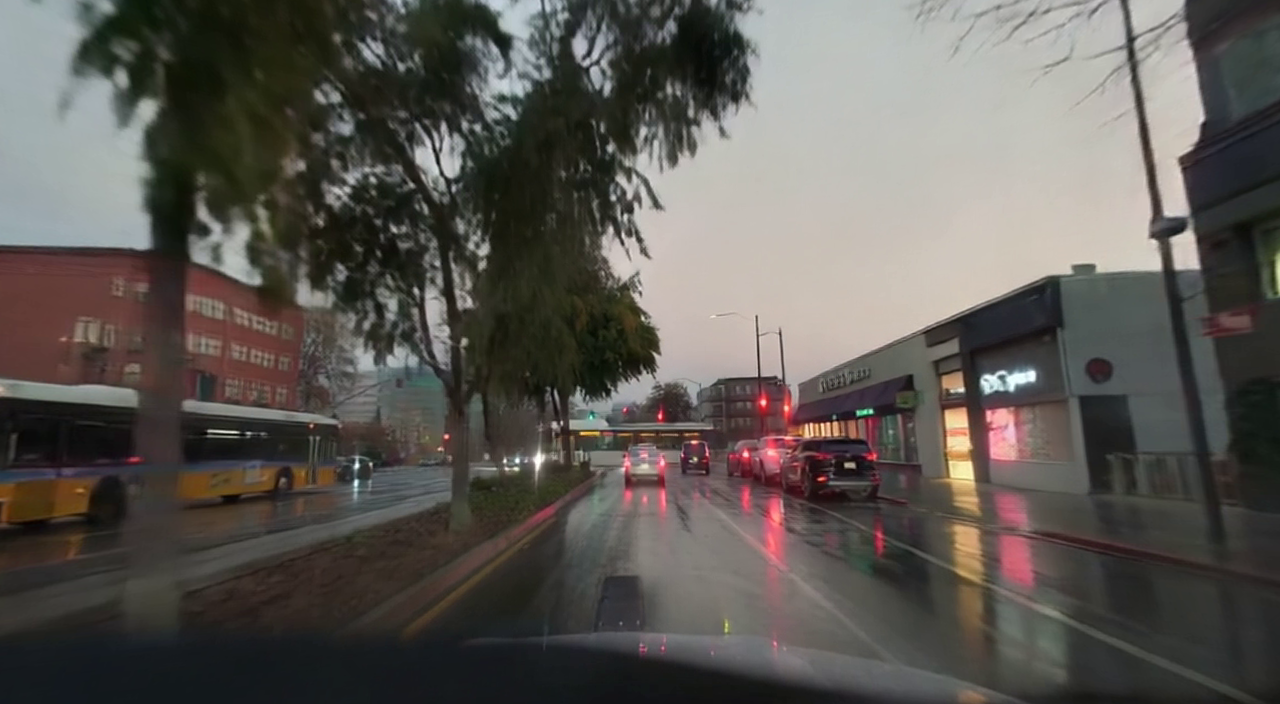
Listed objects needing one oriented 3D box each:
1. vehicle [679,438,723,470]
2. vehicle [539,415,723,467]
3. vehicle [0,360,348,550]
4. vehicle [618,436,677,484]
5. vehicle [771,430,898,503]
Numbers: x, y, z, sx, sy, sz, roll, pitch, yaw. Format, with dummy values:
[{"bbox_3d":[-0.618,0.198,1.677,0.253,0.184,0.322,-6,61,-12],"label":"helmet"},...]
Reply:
[{"bbox_3d":[3.332,5.680,35.149,2.222,1.688,3.952,0,-9,3],"label":"vehicle"},{"bbox_3d":[-0.579,6.522,46.121,12.978,3.538,3.117,0,-9,4],"label":"vehicle"},{"bbox_3d":[-12.794,2.757,17.476,3.356,3.365,12.460,0,-9,0],"label":"vehicle"},{"bbox_3d":[0.215,4.225,24.879,2.089,1.699,4.650,1,-9,-1],"label":"vehicle"},{"bbox_3d":[5.031,3.029,17.035,2.014,1.681,4.332,0,-9,-1],"label":"vehicle"}]
